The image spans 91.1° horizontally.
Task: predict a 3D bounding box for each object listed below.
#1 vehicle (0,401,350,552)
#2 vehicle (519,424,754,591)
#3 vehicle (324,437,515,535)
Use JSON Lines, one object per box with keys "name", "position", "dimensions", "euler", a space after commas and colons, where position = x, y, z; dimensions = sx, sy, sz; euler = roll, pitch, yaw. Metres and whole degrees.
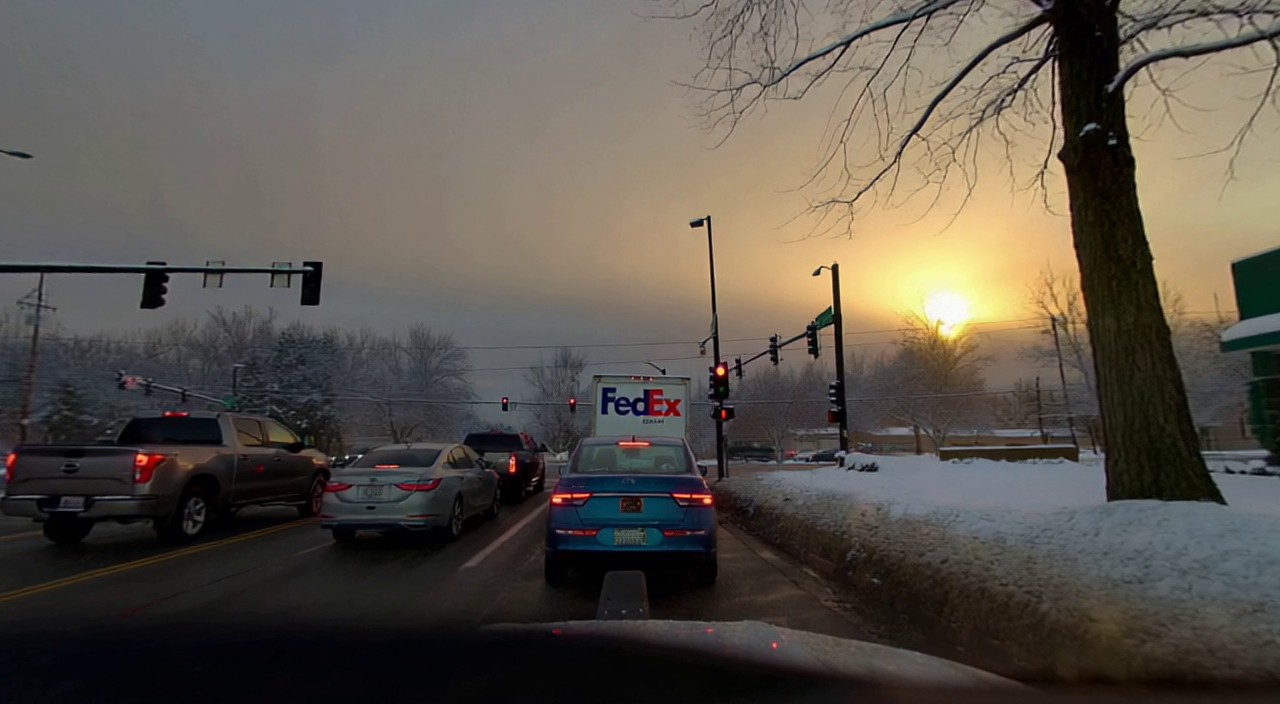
{"name": "vehicle", "position": [-7.267, 1.983, 10.745], "dimensions": [2.125, 1.893, 5.498], "euler": [0, -9, -2]}
{"name": "vehicle", "position": [-0.036, 1.748, 7.953], "dimensions": [2.145, 1.513, 4.269], "euler": [0, -9, 0]}
{"name": "vehicle", "position": [-3.855, 2.402, 11.949], "dimensions": [1.949, 1.487, 4.390], "euler": [0, -9, 1]}
